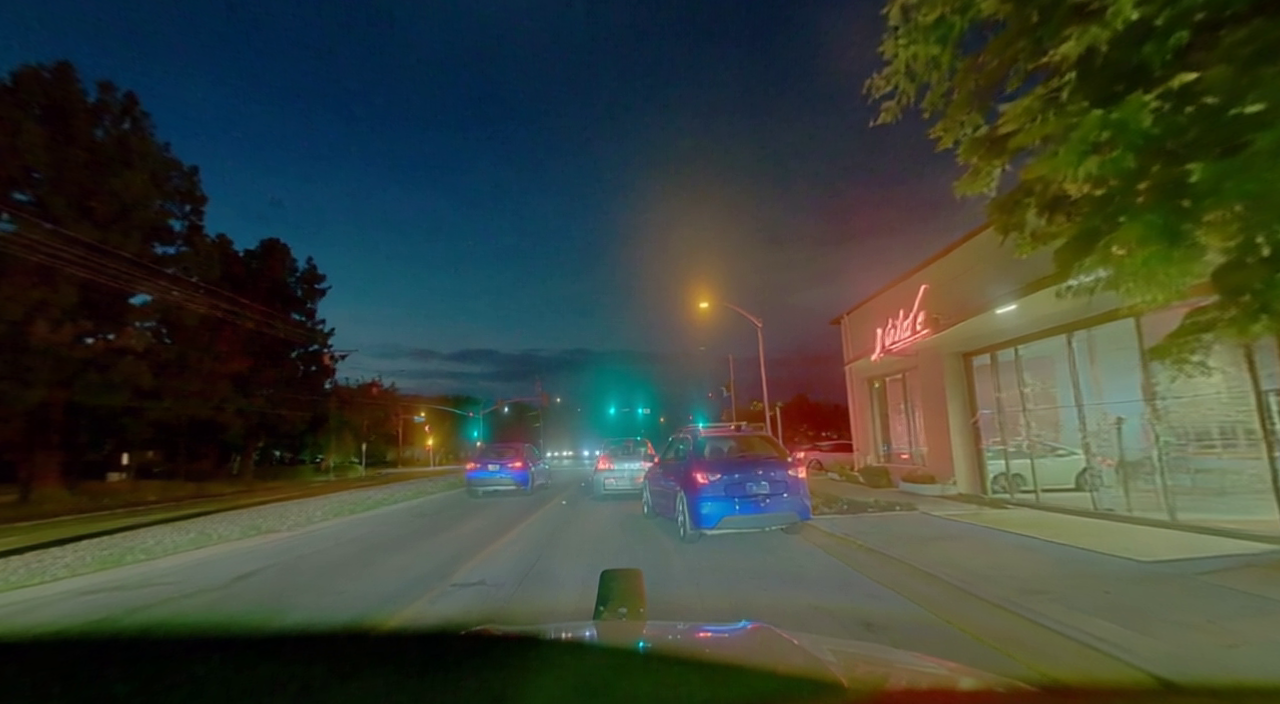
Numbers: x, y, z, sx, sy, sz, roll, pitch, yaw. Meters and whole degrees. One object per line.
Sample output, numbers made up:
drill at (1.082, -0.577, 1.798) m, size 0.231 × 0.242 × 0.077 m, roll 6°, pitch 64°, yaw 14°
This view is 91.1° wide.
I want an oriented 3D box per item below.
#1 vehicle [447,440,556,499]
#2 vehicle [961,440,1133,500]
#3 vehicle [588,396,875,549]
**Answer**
vehicle at (-3.800, 3.294, 18.080) m, size 2.026 × 1.466 × 4.282 m, roll 0°, pitch -8°, yaw 2°
vehicle at (12.263, 3.559, 19.114) m, size 3.871 × 1.525 × 1.835 m, roll -3°, pitch -9°, yaw 0°
vehicle at (1.236, 1.913, 10.597) m, size 2.052 × 1.955 × 4.642 m, roll 6°, pitch -11°, yaw -36°
